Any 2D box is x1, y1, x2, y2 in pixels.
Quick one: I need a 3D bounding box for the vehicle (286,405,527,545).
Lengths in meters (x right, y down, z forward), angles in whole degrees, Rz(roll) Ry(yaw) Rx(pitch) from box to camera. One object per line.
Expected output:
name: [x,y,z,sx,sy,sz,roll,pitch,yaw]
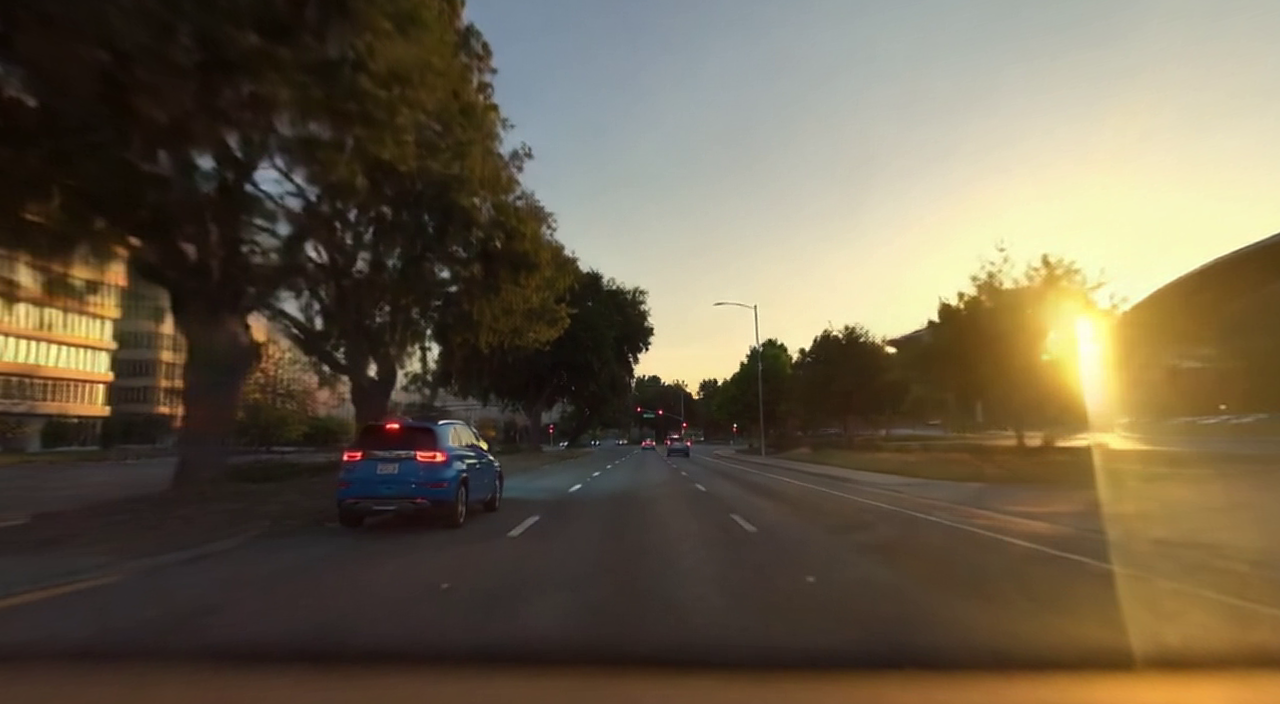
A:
vehicle: [-3.293,1.838,10.075,2.033,1.713,4.503,0,-8,1]
